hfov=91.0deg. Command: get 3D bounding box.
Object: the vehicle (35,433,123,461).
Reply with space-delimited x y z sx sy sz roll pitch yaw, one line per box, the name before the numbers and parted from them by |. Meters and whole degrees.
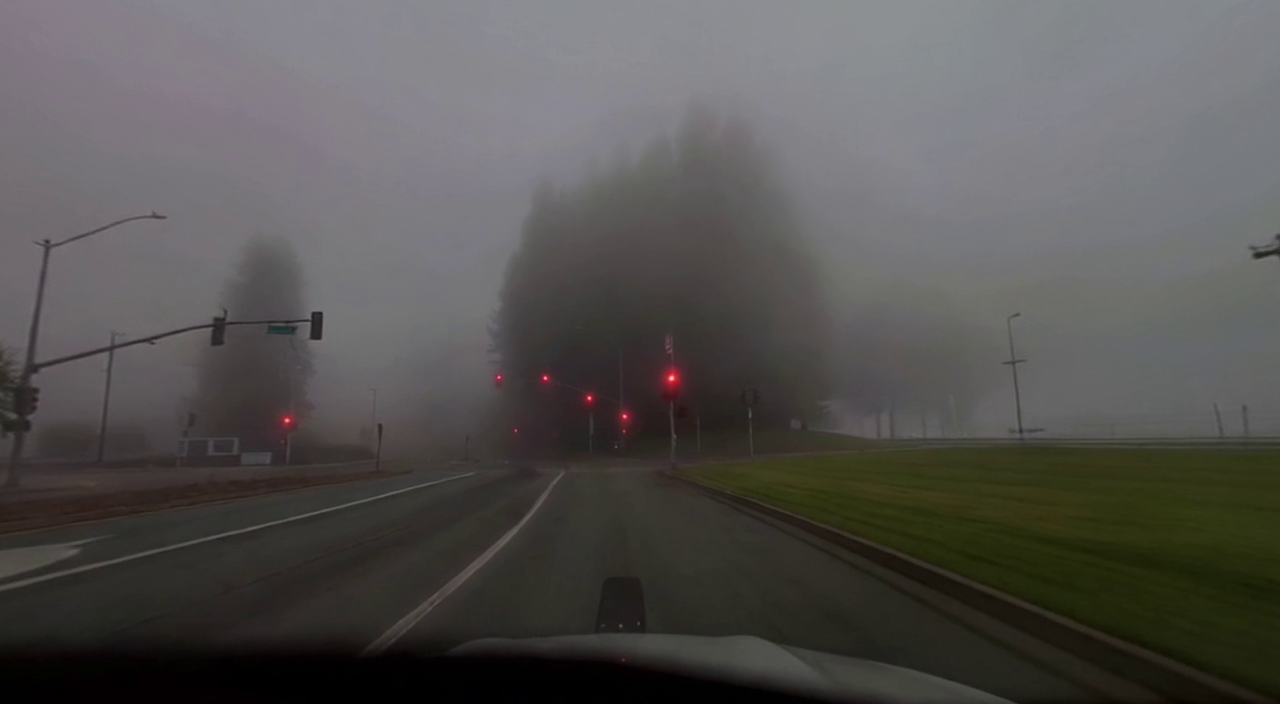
vehicle | -43.637 7.431 49.173 2.119 2.013 5.475 1 -9 -5
